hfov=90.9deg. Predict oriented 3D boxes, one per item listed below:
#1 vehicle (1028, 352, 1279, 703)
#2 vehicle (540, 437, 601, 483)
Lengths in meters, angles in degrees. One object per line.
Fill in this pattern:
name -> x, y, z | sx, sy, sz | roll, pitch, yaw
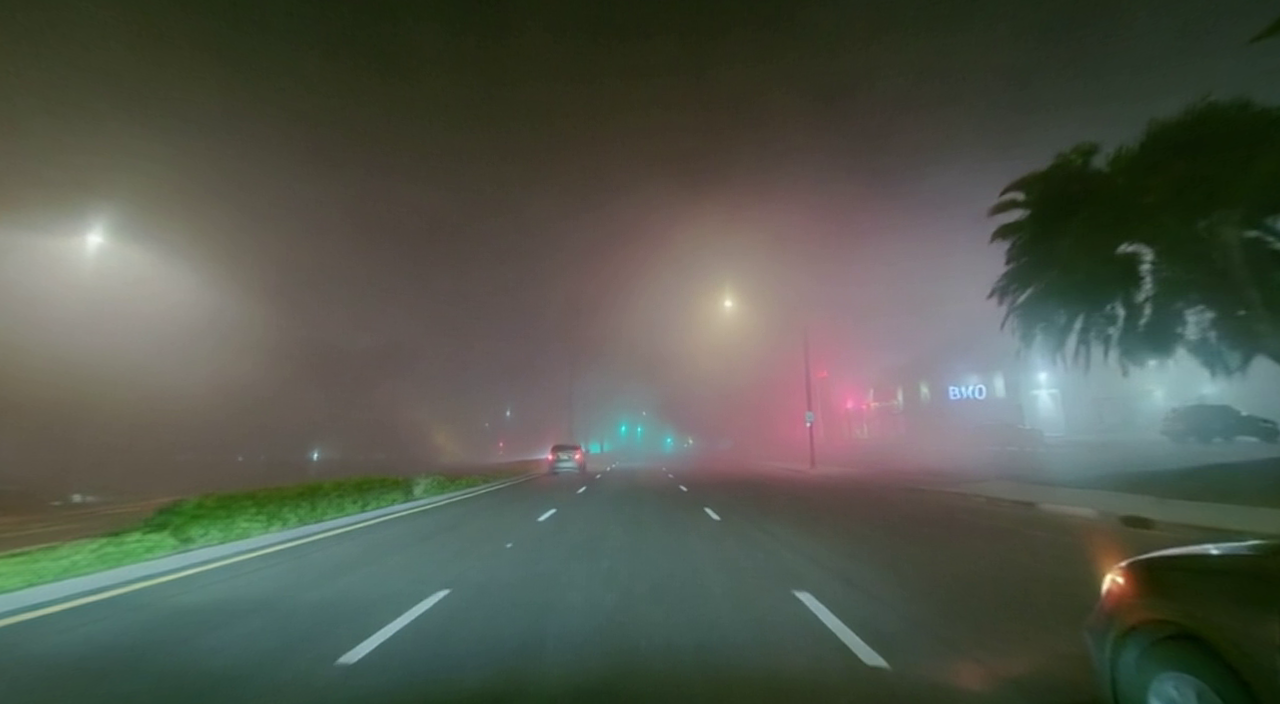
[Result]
vehicle -> 2.787, 0.616, 0.808 | 1.946, 1.513, 4.133 | 0, -8, 0
vehicle -> -2.835, 4.526, 26.669 | 1.998, 1.743, 4.402 | 0, -8, 1
